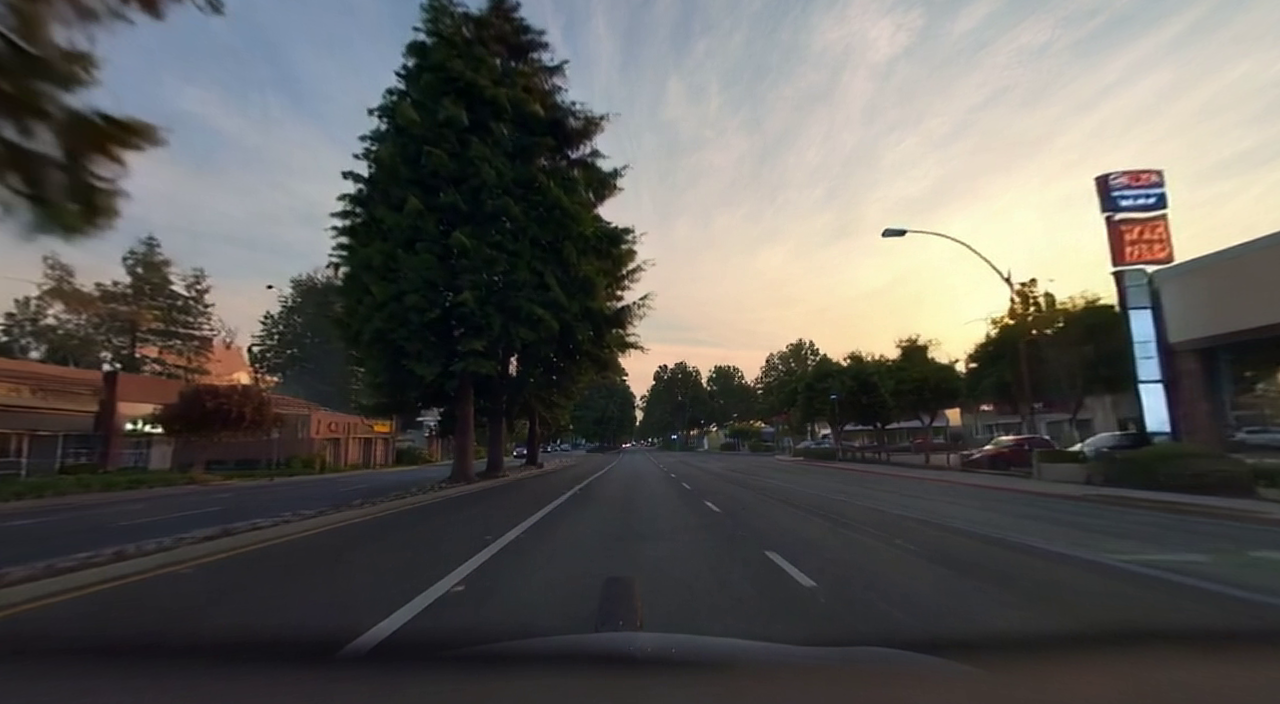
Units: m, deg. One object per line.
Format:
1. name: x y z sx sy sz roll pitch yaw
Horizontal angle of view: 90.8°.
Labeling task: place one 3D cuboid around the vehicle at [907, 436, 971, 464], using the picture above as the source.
1. vehicle: 18.832 6.188 40.011 1.886 1.670 4.562 0 -8 1

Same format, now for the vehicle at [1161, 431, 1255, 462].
1. vehicle: 35.208 5.860 39.321 1.962 1.791 4.054 0 -8 0

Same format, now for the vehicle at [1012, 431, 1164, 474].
1. vehicle: 16.991 3.834 24.119 4.324 1.536 1.947 0 -9 -1
